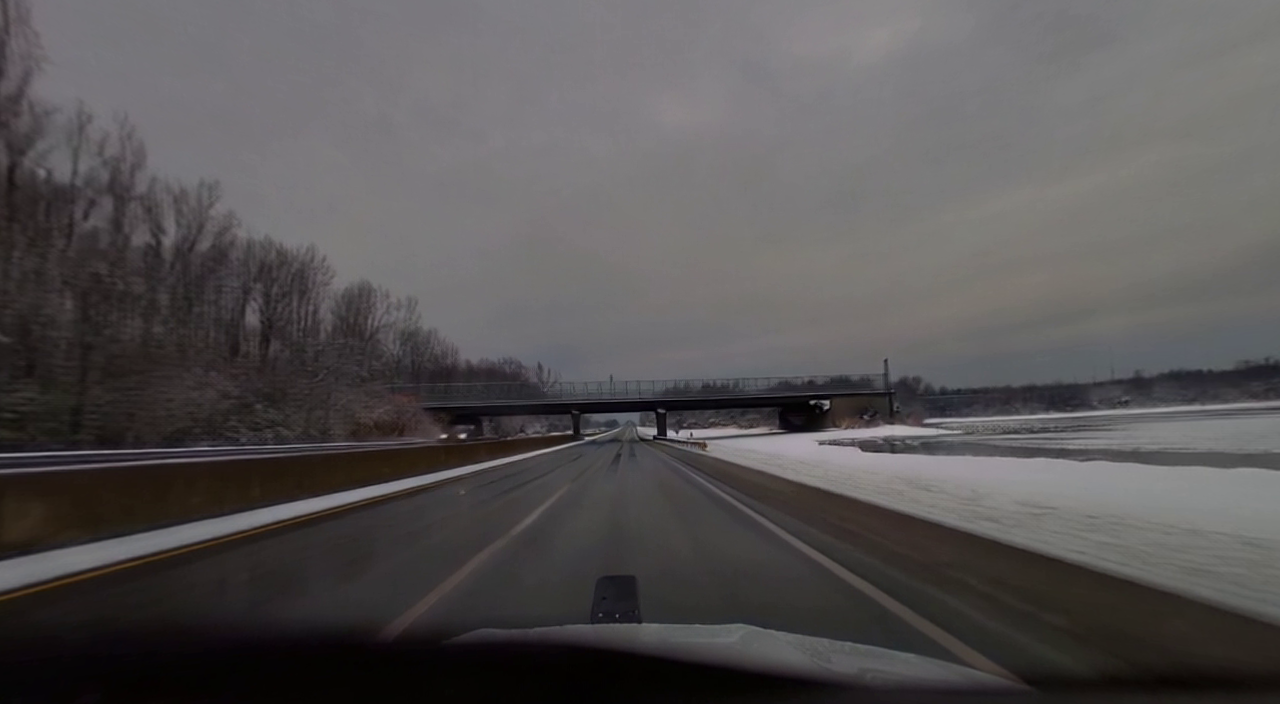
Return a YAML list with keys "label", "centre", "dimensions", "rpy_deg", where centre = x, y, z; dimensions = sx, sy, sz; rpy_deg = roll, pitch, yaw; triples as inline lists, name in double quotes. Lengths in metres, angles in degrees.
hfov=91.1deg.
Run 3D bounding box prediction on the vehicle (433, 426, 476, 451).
- label: "vehicle"
  centre: [-14.378, 6.731, 48.968]
  dimensions: [1.990, 1.808, 4.311]
  rpy_deg: [0, -8, 0]
